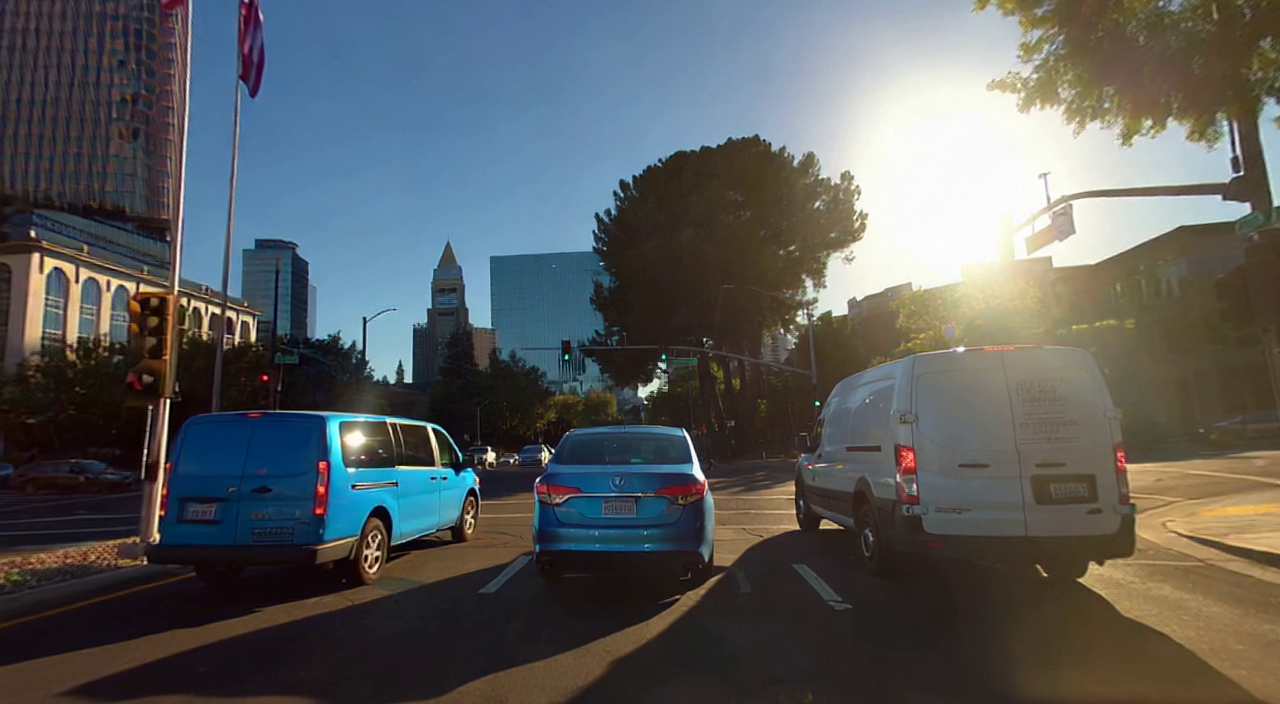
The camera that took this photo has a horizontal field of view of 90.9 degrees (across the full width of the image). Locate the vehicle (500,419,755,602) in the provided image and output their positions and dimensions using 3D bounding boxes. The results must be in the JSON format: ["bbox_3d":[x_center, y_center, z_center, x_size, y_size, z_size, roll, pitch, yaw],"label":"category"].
[{"bbox_3d":[-0.140,1.623,7.349,2.098,1.494,4.118,0,-9,-1],"label":"vehicle"}]

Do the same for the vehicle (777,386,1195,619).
[{"bbox_3d":[3.093,1.465,7.029,2.178,1.746,4.400,0,-9,1],"label":"vehicle"}]

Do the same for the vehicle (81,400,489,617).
[{"bbox_3d":[-3.303,1.529,7.030,2.024,1.677,3.998,-1,-9,3],"label":"vehicle"}]
